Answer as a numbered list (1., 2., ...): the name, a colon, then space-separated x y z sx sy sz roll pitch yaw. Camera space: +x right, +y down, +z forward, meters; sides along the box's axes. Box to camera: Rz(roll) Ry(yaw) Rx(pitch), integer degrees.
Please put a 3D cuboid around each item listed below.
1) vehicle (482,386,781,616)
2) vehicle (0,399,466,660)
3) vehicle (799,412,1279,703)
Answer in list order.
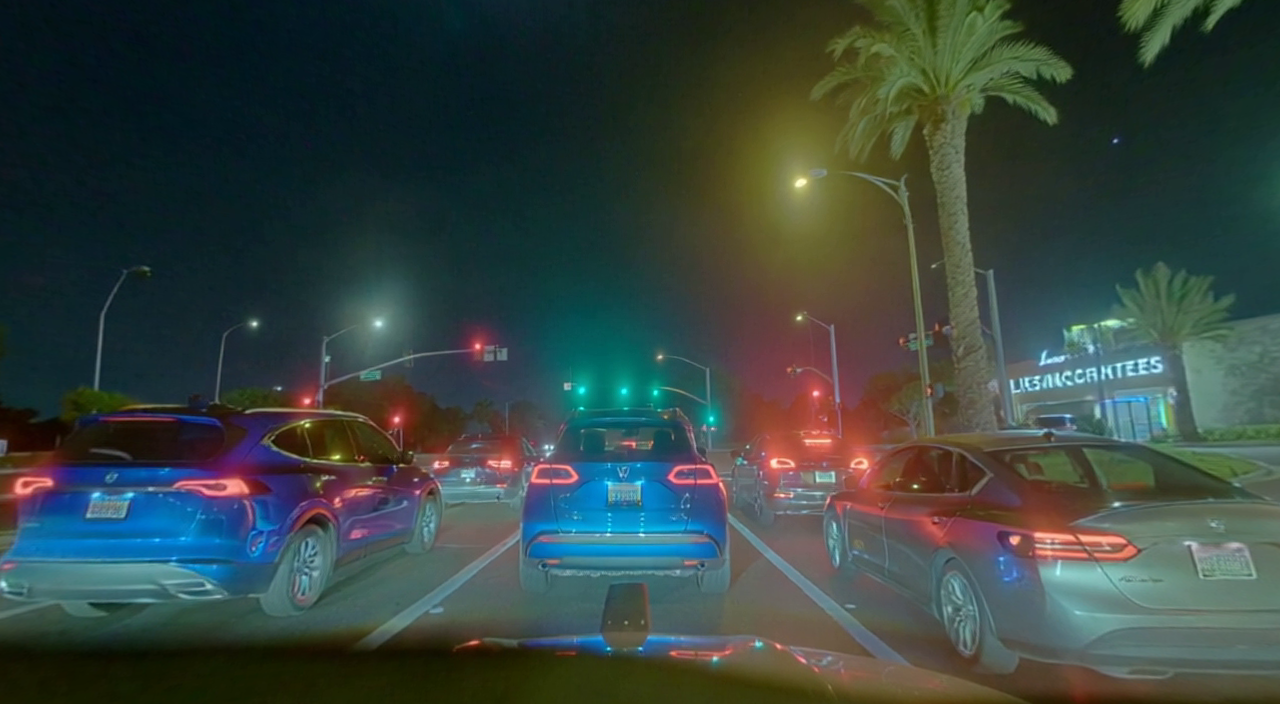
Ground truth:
1. vehicle: -0.128 1.460 7.098 2.280 1.747 4.361 0 -8 -2
2. vehicle: -3.355 1.386 6.050 2.014 1.534 4.455 0 -8 1
3. vehicle: 2.966 1.370 5.256 2.017 1.491 4.611 0 -8 -1
